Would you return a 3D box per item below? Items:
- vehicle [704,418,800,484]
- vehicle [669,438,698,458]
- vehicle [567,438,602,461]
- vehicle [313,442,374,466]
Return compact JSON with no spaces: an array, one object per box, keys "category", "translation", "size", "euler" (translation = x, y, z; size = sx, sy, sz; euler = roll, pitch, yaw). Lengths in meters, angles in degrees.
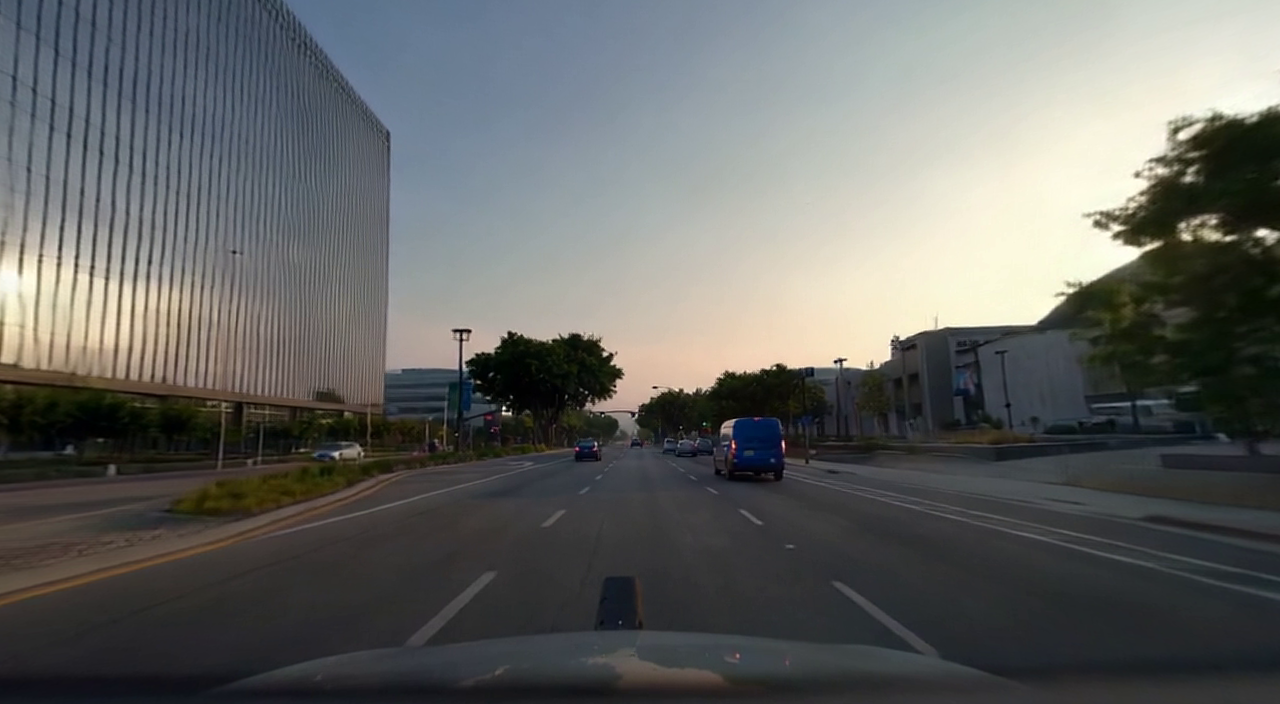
[{"category":"vehicle","translation":[3.531,3.262,20.961],"size":[2.200,1.914,5.145],"euler":[0,-8,-1]},{"category":"vehicle","translation":[3.398,7.554,49.497],"size":[1.867,1.493,4.190],"euler":[0,-8,-1]},{"category":"vehicle","translation":[-3.598,6.445,41.639],"size":[1.864,1.464,4.195],"euler":[0,-8,1]},{"category":"vehicle","translation":[-19.906,6.842,42.444],"size":[1.836,1.512,4.493],"euler":[0,-8,1]}]
